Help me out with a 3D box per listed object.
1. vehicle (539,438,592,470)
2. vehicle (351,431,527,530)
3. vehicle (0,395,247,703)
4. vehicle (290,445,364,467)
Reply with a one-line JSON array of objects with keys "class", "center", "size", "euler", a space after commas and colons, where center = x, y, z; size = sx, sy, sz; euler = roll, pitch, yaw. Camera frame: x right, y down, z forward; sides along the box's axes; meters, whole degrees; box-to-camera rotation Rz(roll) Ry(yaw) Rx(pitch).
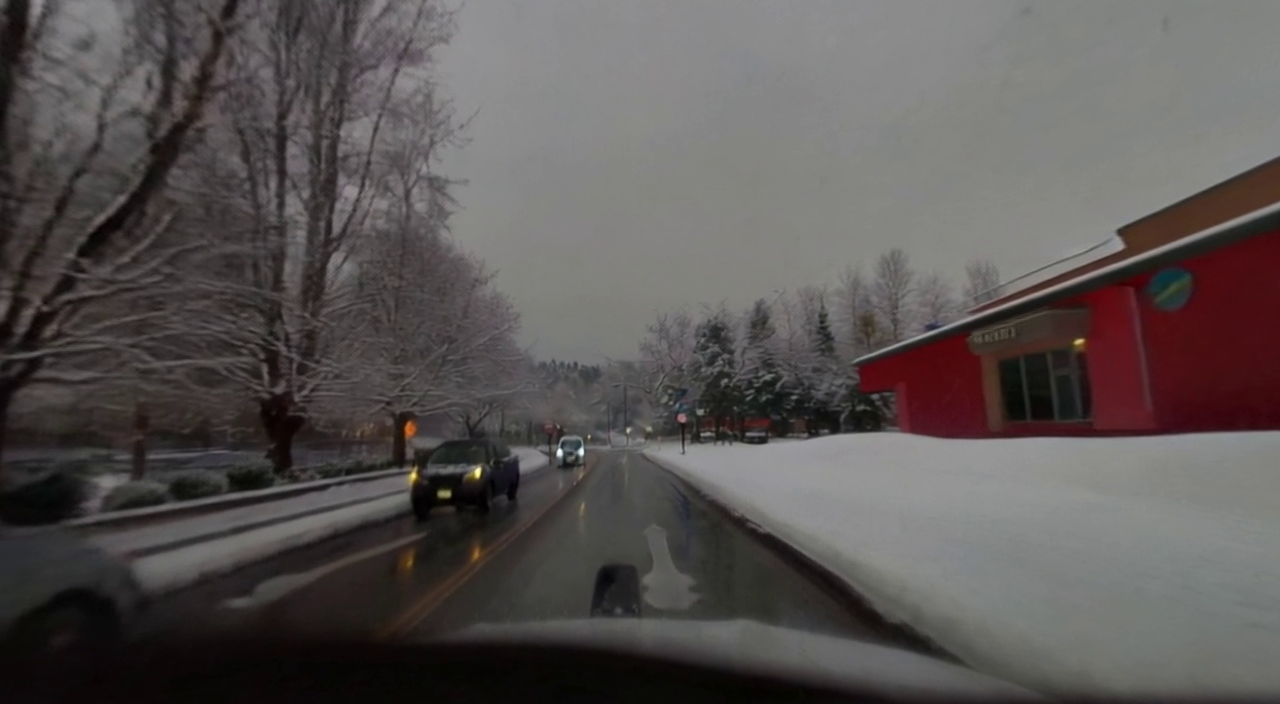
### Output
[{"class": "vehicle", "center": [-3.600, 4.992, 31.162], "size": [1.962, 1.424, 4.289], "euler": [0, -7, 1]}, {"class": "vehicle", "center": [-3.457, 2.245, 11.797], "size": [1.853, 1.478, 4.381], "euler": [0, -7, 0]}, {"class": "vehicle", "center": [-3.357, 0.861, 1.822], "size": [1.768, 1.539, 4.147], "euler": [0, -7, -1]}, {"class": "vehicle", "center": [-23.056, 7.625, 46.326], "size": [4.552, 1.489, 1.948], "euler": [-1, -8, 9]}]
